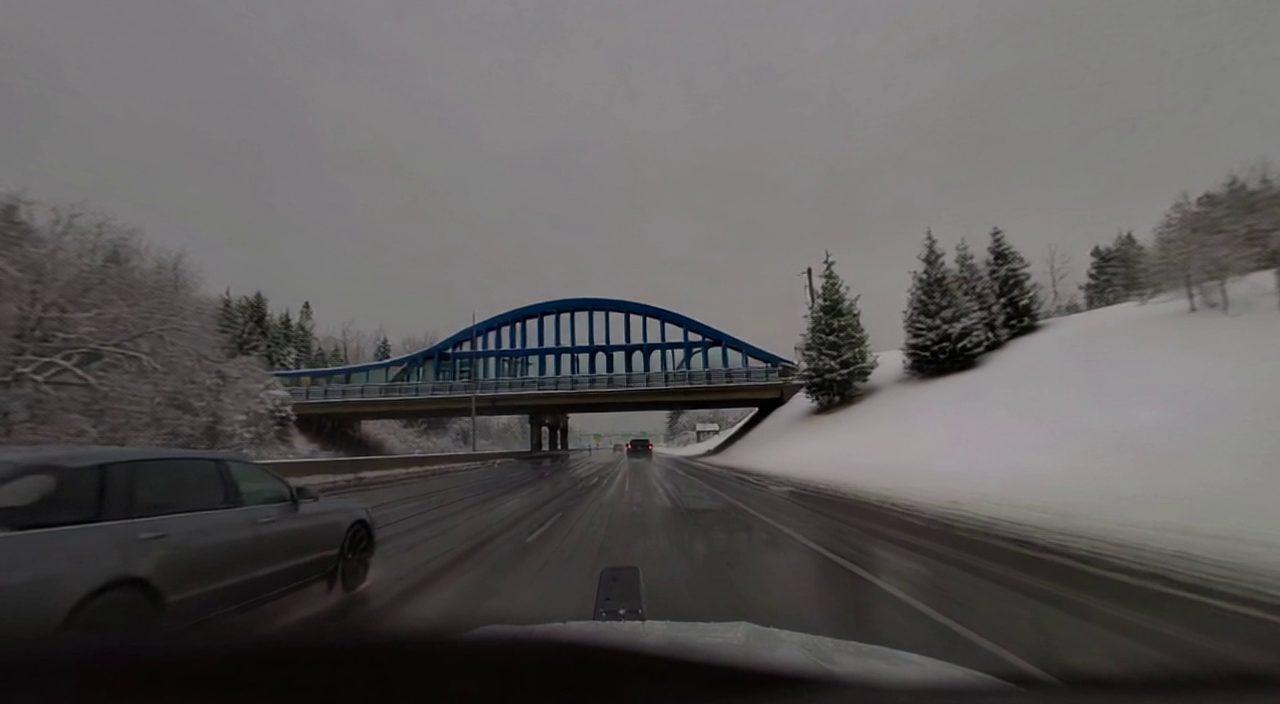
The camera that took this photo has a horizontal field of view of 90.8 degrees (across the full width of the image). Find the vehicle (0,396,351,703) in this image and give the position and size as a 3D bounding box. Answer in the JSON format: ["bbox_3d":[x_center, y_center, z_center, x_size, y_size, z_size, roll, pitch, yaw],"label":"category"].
[{"bbox_3d":[-3.398,0.974,2.602,2.095,1.498,4.854,-1,-9,0],"label":"vehicle"}]

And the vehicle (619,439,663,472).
[{"bbox_3d":[0.026,5.798,35.547,2.299,1.716,4.579,0,-9,0],"label":"vehicle"}]
